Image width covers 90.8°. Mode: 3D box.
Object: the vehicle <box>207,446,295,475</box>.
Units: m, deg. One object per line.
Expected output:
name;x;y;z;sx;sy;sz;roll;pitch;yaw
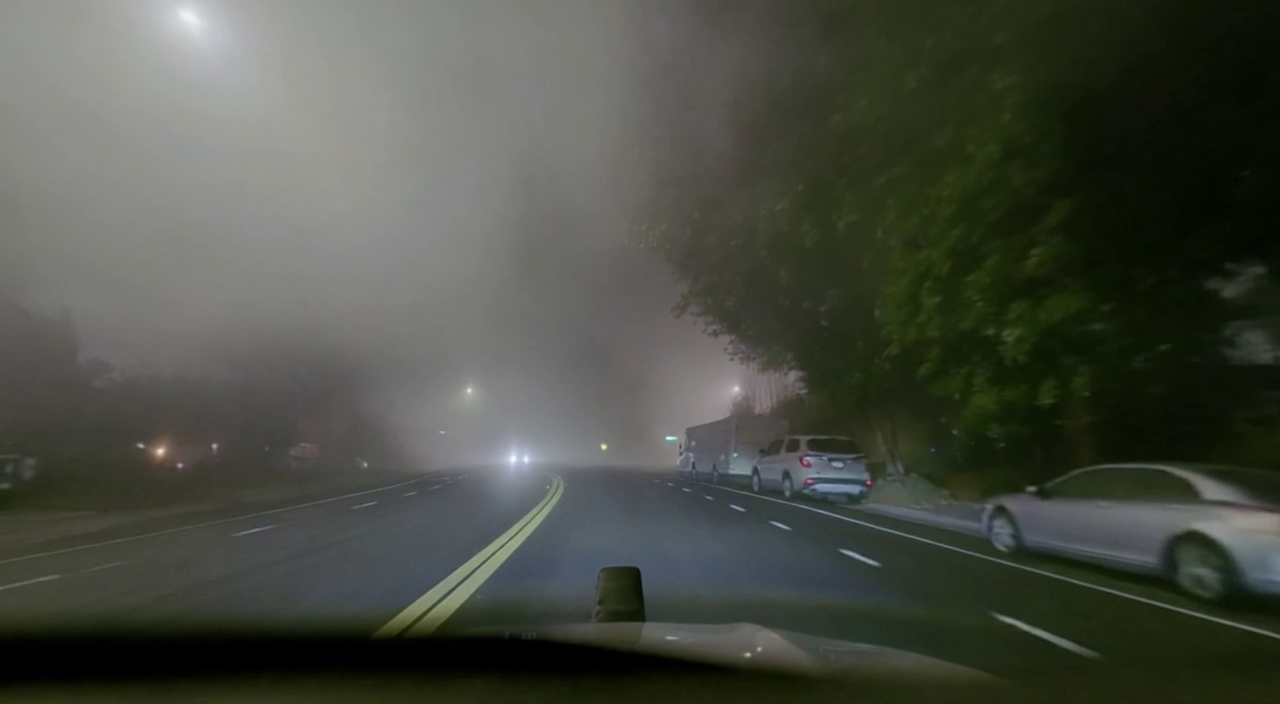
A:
vehicle;-28.309;7.890;46.136;4.975;1.847;2.096;0;-8;-16

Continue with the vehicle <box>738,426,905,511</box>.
vehicle;5.089;3.428;19.248;2.670;2.085;6.775;1;-9;-4

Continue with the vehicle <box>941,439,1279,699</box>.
vehicle;5.405;1.610;5.497;2.713;1.671;4.939;1;-8;-7
